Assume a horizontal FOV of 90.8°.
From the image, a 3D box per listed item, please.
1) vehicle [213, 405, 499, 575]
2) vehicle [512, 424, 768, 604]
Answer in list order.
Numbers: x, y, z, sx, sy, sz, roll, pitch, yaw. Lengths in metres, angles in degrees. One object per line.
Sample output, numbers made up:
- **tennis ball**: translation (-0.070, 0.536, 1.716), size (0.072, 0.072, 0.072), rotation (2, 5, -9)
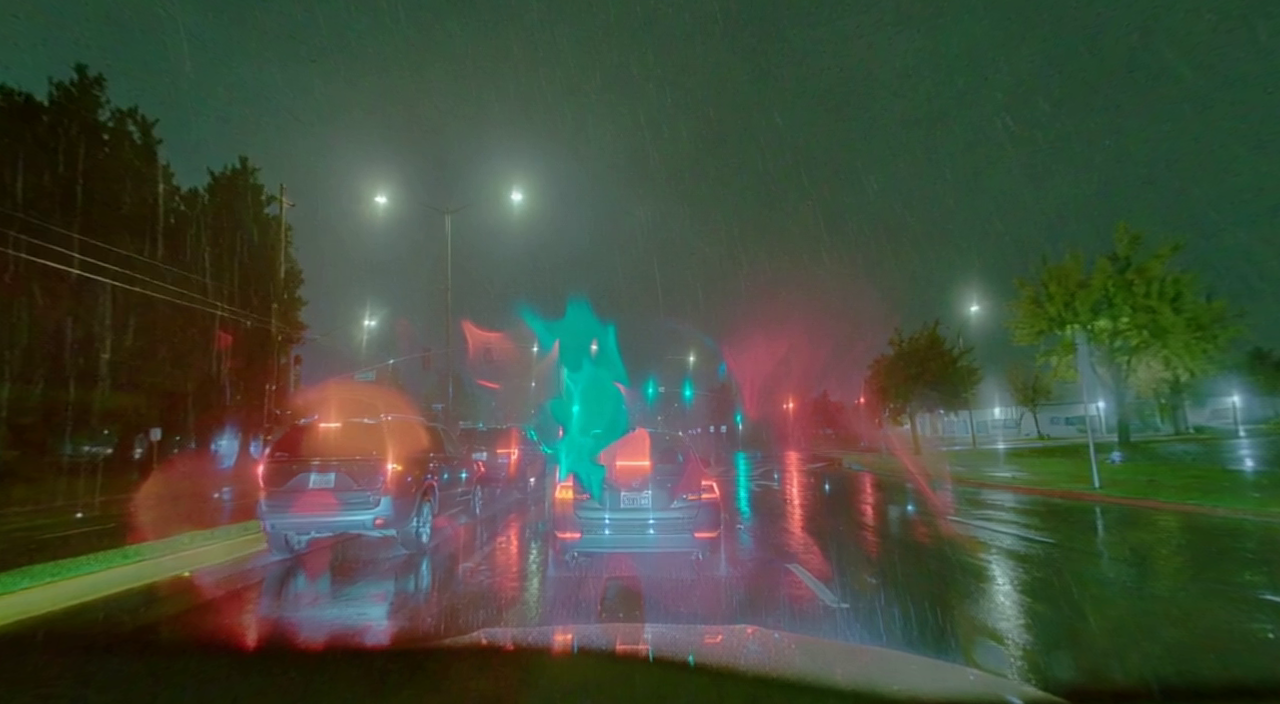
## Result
- **vehicle**: translation (-3.428, 1.745, 8.749), size (2.046, 1.751, 4.208), rotation (0, -8, -1)
- **vehicle**: translation (-0.057, 1.644, 7.316), size (2.126, 1.475, 3.967), rotation (0, -8, -2)
